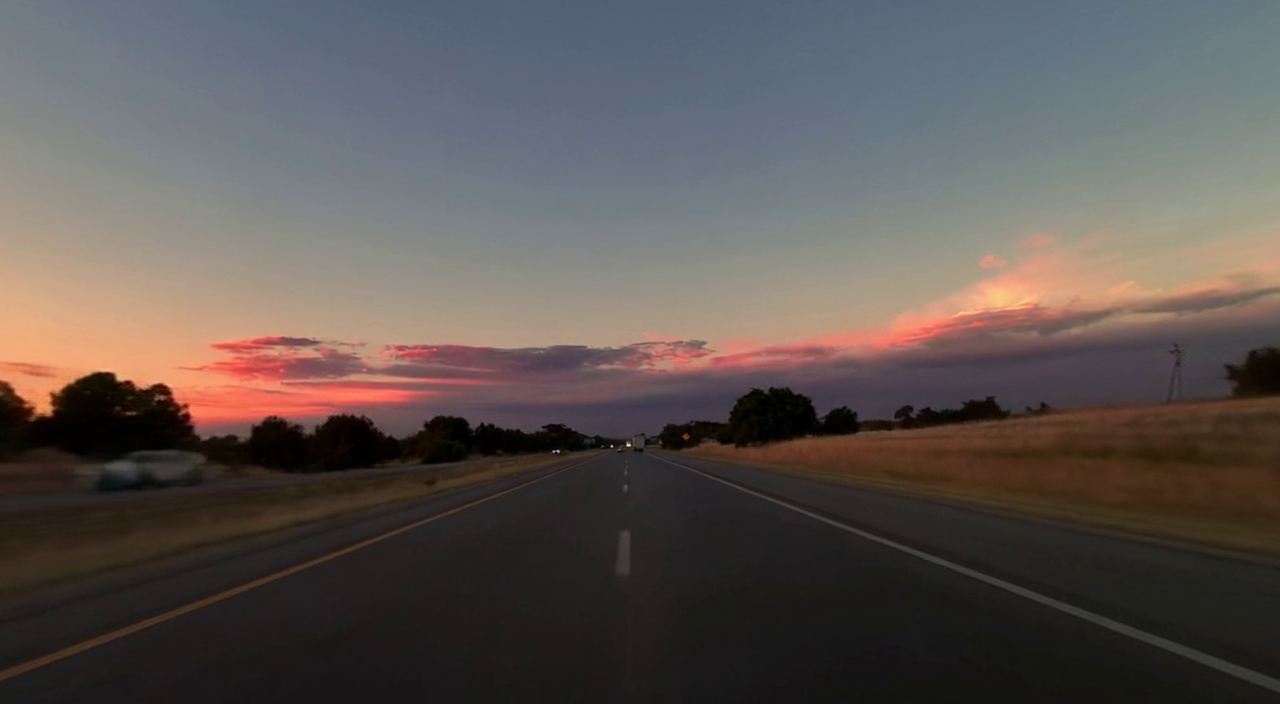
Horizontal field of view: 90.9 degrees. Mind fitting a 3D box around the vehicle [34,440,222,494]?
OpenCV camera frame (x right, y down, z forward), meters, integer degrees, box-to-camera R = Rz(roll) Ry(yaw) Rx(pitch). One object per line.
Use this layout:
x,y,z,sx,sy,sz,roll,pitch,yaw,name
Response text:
-19.608,4.398,24.730,2.206,1.828,6.229,0,-8,0,vehicle
